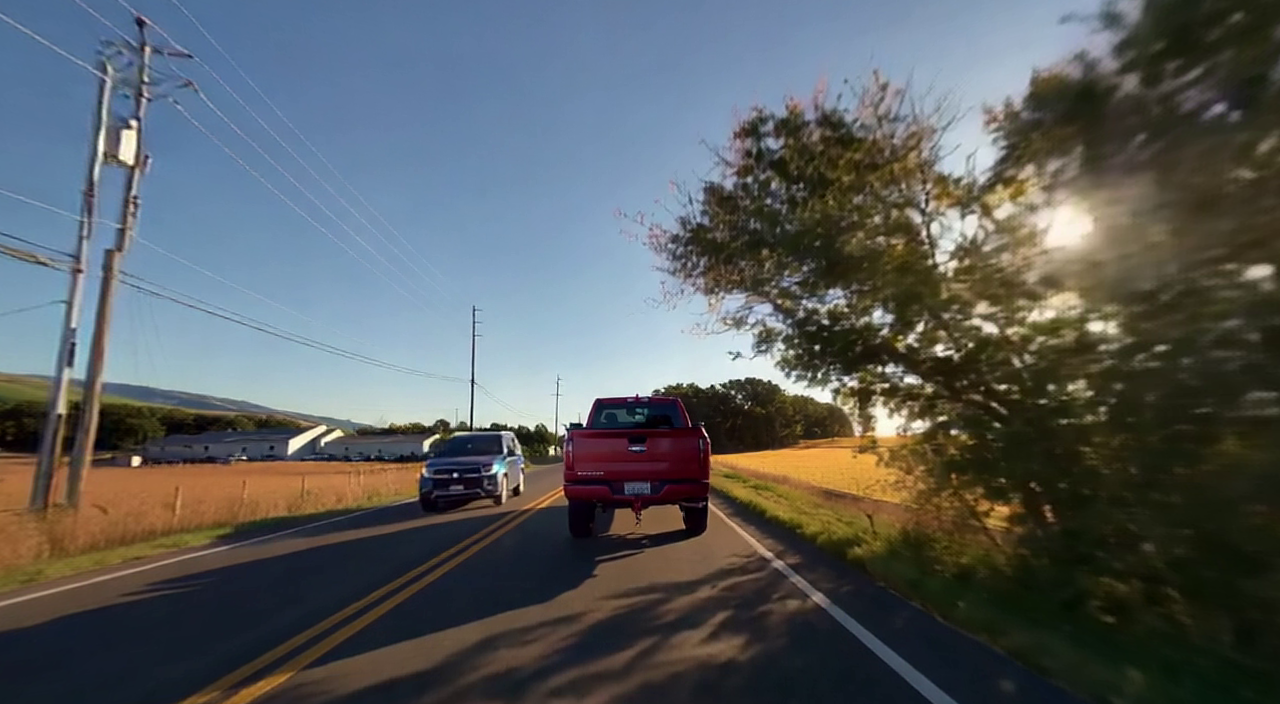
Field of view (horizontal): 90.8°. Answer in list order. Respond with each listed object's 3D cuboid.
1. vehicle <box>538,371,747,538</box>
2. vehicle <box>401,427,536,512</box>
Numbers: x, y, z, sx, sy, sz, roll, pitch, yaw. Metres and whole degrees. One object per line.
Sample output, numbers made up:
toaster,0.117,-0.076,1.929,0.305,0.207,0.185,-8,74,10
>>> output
vehicle,-0.049,1.966,12.547,2.912,2.320,7.292,0,-8,-1
vehicle,-3.910,2.765,15.291,2.051,1.735,4.259,0,-8,0
